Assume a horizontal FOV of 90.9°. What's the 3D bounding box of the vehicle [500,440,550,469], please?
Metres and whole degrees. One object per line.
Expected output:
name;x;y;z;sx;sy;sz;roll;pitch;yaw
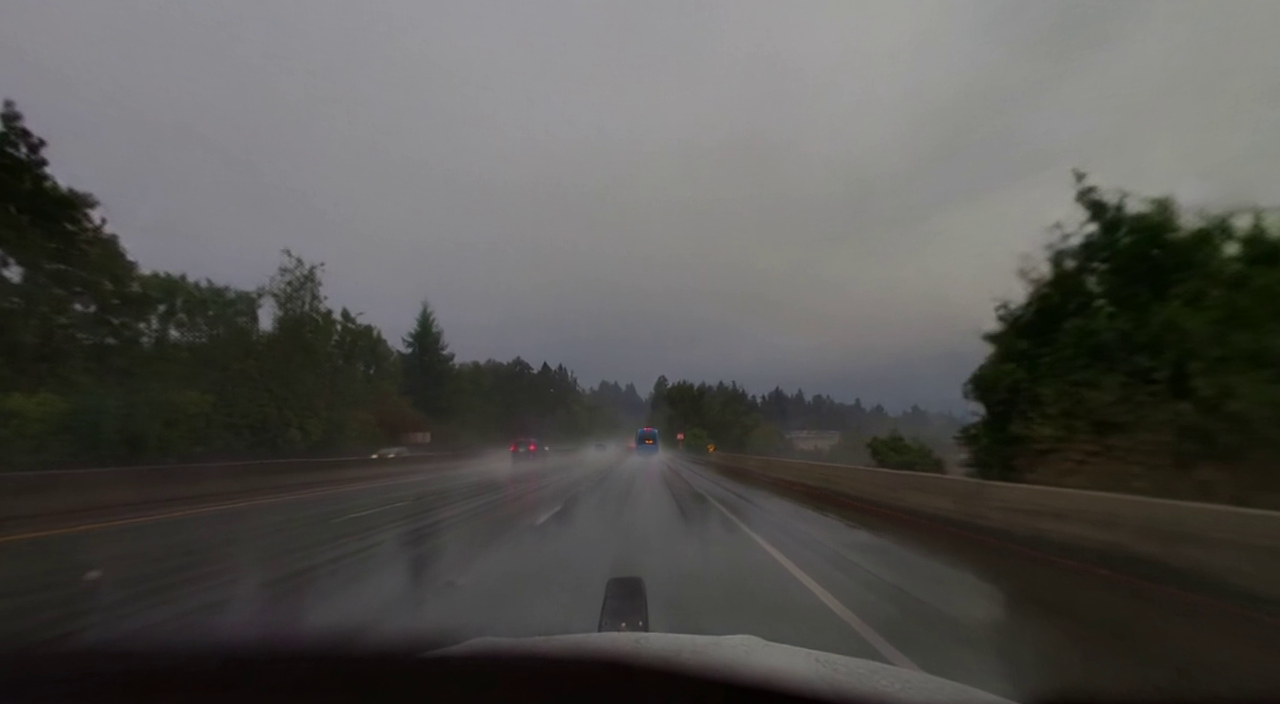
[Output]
vehicle;-6.961;6.243;38.633;2.080;1.674;4.660;0;-8;1
